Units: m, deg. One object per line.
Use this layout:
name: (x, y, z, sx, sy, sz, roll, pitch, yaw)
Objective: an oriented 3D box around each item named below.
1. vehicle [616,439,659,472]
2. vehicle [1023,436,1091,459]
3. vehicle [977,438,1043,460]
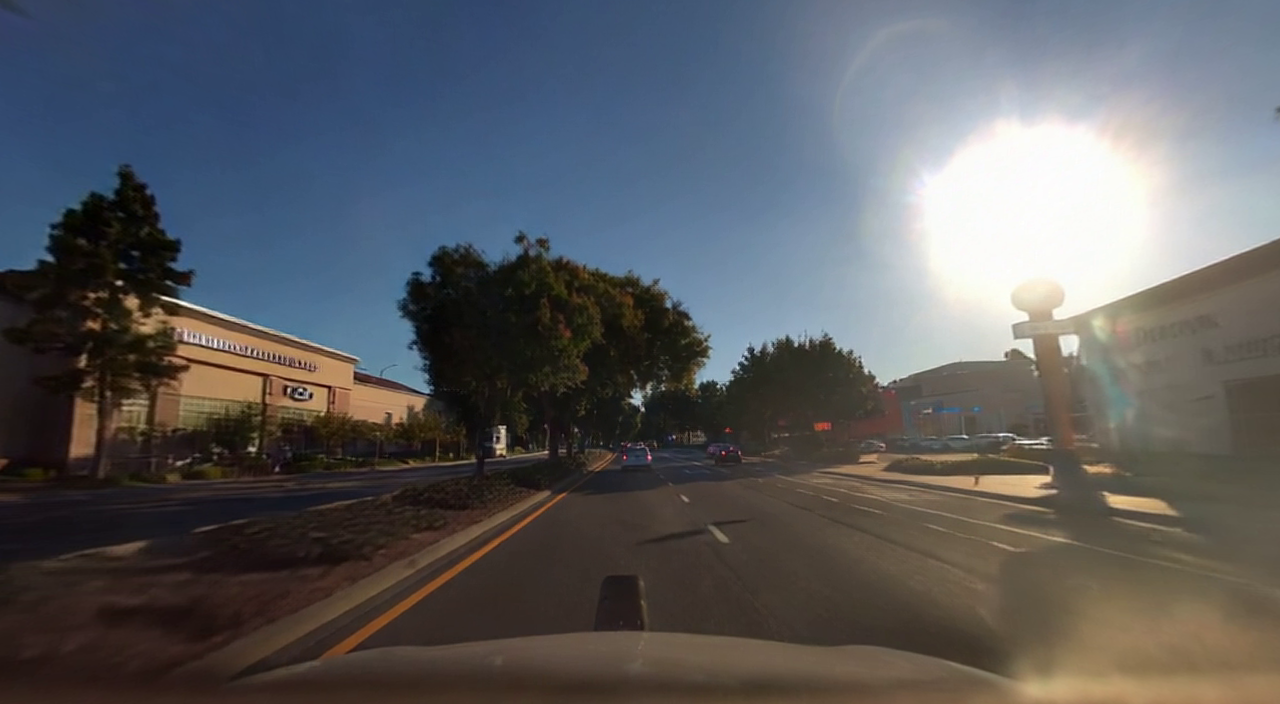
vehicle: (-0.186, 5.408, 33.234, 2.072, 1.545, 4.578, 0, -8, -1)
vehicle: (29.413, 6.788, 44.728, 1.805, 1.481, 4.351, -1, -9, -1)
vehicle: (26.636, 6.972, 45.655, 1.840, 1.446, 4.820, -1, -8, 0)
